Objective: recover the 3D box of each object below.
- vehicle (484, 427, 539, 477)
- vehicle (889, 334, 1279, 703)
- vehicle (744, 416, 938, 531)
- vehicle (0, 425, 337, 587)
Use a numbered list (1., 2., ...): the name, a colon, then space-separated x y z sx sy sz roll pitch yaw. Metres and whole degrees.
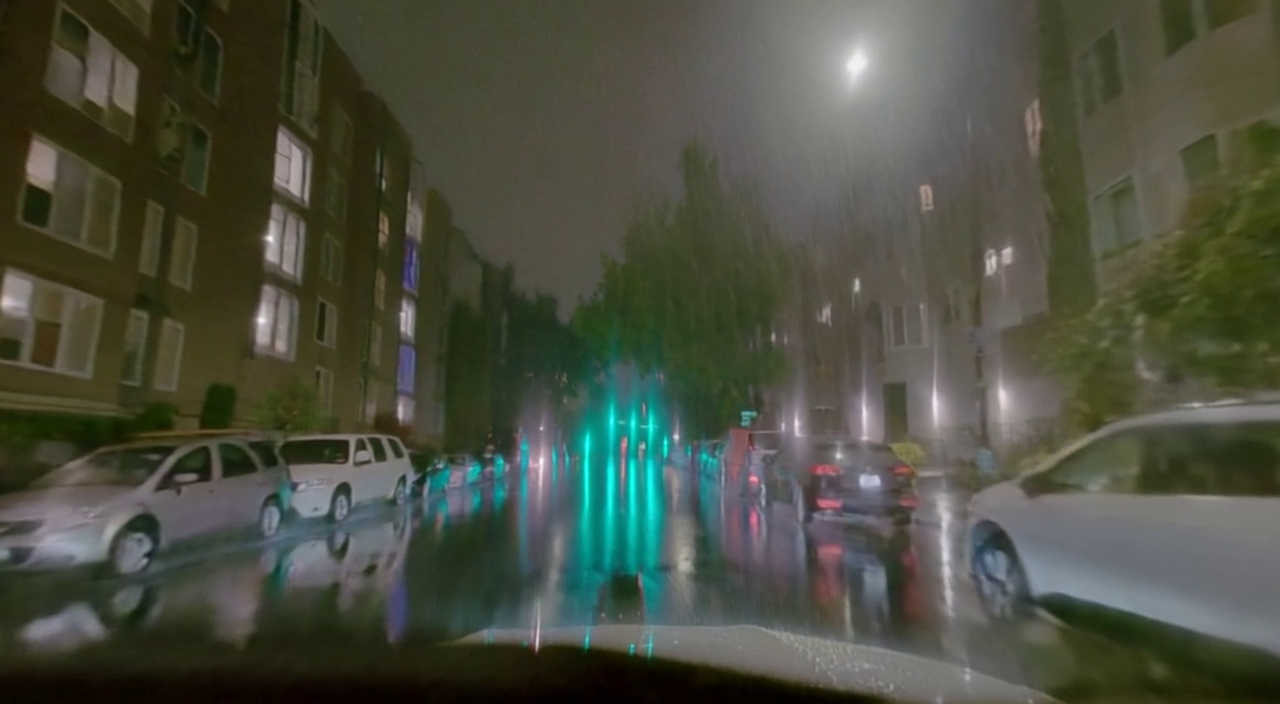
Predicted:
1. vehicle: -7.812 6.170 38.829 2.294 2.707 6.199 -2 -9 -2
2. vehicle: 3.936 1.030 3.941 2.280 1.850 5.961 0 -8 0
3. vehicle: 3.784 2.407 13.152 2.214 1.885 5.268 0 -8 -1
4. vehicle: -7.337 2.276 10.051 2.384 1.781 5.492 -3 -10 -1
